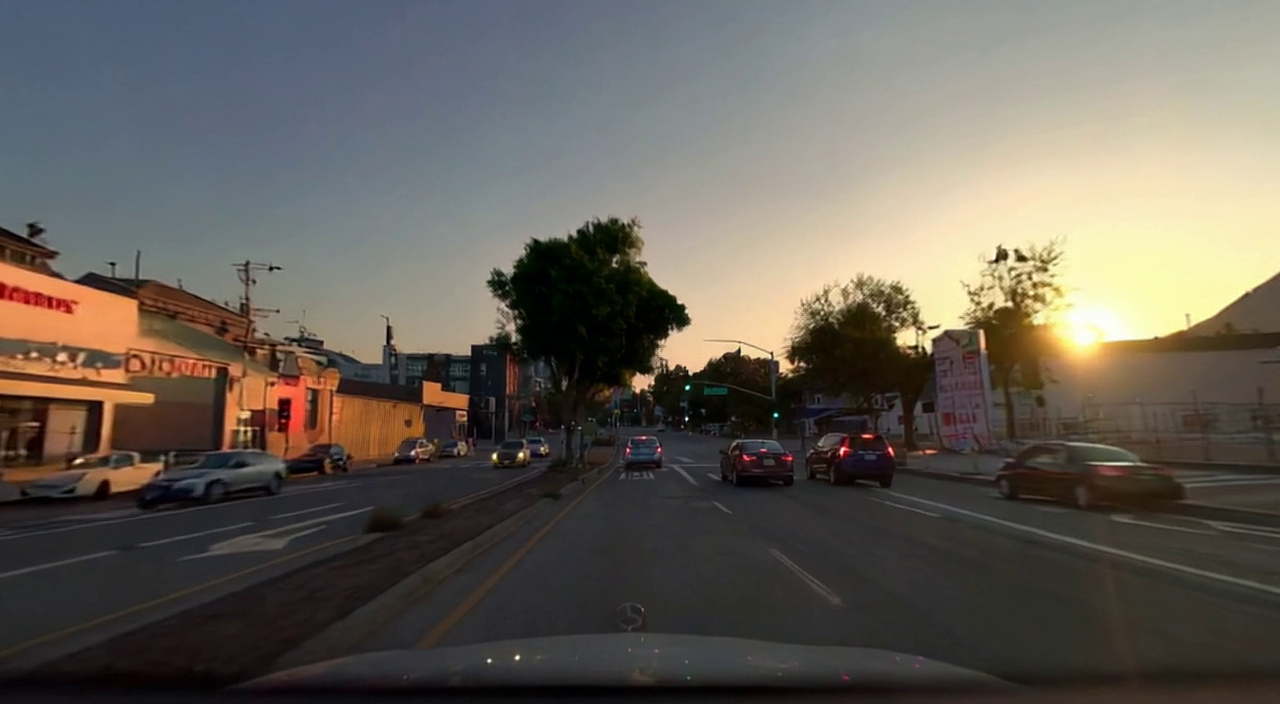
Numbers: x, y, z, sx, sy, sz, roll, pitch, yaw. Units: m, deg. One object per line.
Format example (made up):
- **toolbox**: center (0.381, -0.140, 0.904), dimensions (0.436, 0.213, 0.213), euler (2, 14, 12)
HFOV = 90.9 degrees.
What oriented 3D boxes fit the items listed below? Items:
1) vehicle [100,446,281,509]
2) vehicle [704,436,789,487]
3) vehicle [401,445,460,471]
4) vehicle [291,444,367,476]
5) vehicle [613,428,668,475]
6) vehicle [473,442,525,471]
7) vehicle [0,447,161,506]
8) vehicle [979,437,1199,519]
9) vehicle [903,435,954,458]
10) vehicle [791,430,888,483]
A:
- **vehicle**: center (-12.215, 3.387, 17.536), dimensions (2.087, 1.499, 3.939), euler (0, -8, 0)
- **vehicle**: center (3.375, 3.580, 20.968), dimensions (1.963, 1.484, 4.609), euler (0, -8, -1)
- **vehicle**: center (-12.613, 6.387, 38.280), dimensions (1.887, 1.453, 4.696), euler (0, -8, 1)
- **vehicle**: center (-18.813, 6.549, 38.431), dimensions (2.111, 1.799, 4.898), euler (0, -9, 1)
- **vehicle**: center (0.038, 4.321, 27.606), dimensions (2.210, 1.861, 4.280), euler (0, -8, 1)
- **vehicle**: center (-7.843, 5.831, 35.449), dimensions (2.102, 1.496, 4.465), euler (0, -8, -3)
- **vehicle**: center (-18.936, 4.088, 21.223), dimensions (1.904, 1.685, 4.774), euler (0, -8, 0)
- **vehicle**: center (10.263, 2.838, 14.981), dimensions (1.845, 1.454, 4.620), euler (0, -6, 0)
- **vehicle**: center (19.924, 6.542, 43.716), dimensions (1.807, 1.491, 3.858), euler (-1, -8, 2)
- **vehicle**: center (7.081, 3.743, 22.930), dimensions (2.040, 1.738, 4.414), euler (0, -8, -1)
